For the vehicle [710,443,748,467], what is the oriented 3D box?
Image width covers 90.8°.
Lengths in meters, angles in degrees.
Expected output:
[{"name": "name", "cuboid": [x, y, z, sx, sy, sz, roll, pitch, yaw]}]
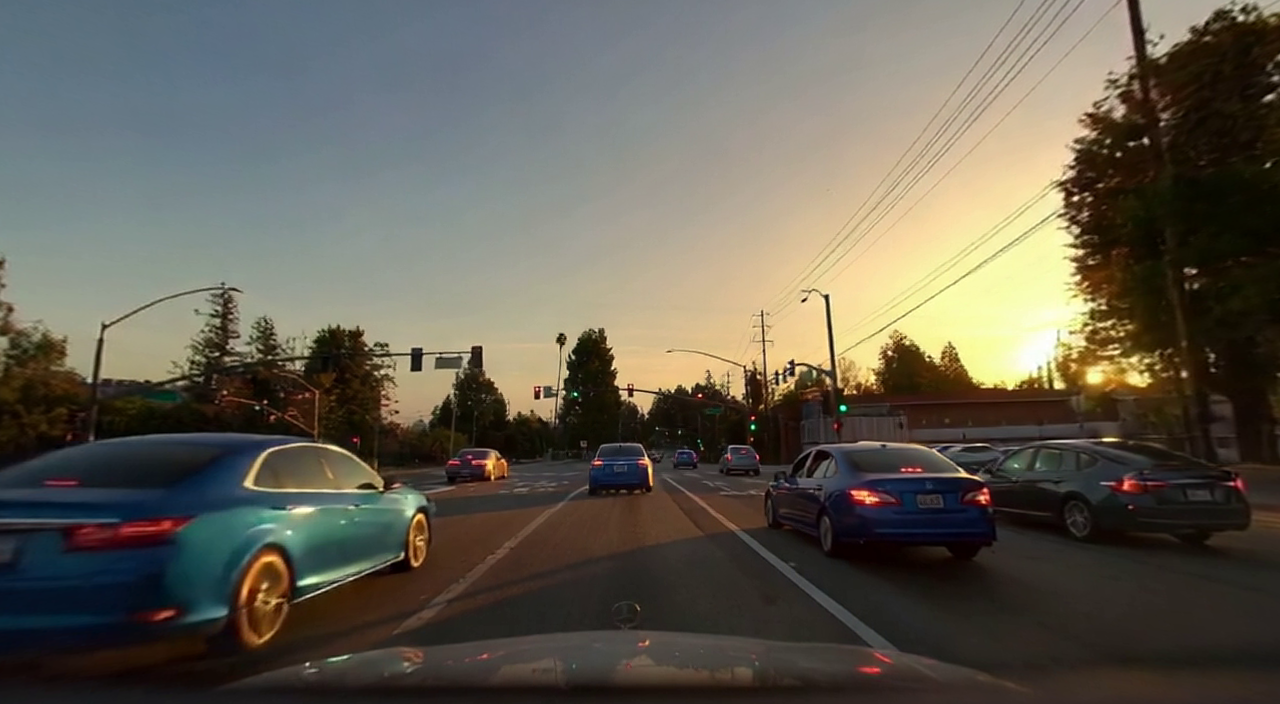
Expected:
[{"name": "vehicle", "cuboid": [6.762, 7.898, 48.723, 2.113, 1.789, 4.622, 0, -8, -2]}]

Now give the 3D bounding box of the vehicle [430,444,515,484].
[{"name": "vehicle", "cuboid": [-6.800, 4.586, 26.322, 2.032, 1.448, 5.500, 0, -8, 0]}]

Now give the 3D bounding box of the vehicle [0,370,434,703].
[{"name": "vehicle", "cuboid": [-3.286, 1.177, 4.597, 2.073, 1.606, 4.364, 0, -8, 0]}]

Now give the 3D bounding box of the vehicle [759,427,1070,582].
[{"name": "vehicle", "cuboid": [3.121, 1.808, 8.479, 2.053, 1.490, 4.464, 0, -8, -2]}]

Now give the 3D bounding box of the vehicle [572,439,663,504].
[{"name": "vehicle", "cuboid": [-0.536, 3.016, 16.495, 2.065, 1.464, 4.216, 0, -8, 0]}]

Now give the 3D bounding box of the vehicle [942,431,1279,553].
[{"name": "vehicle", "cuboid": [6.875, 2.011, 9.925, 2.004, 1.455, 4.417, 0, -8, -1]}]
